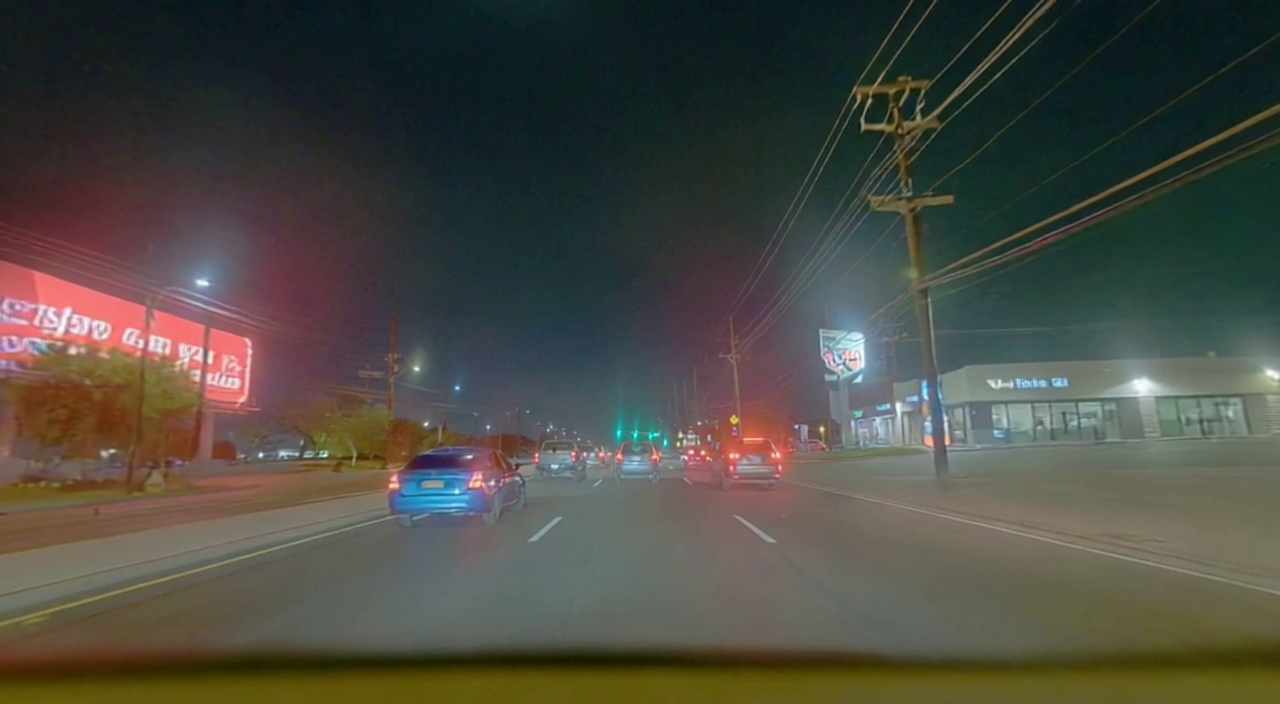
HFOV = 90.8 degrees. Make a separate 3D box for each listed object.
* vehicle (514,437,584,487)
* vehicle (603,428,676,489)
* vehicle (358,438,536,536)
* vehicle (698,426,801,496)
[{"bbox_3d":[-3.279,4.044,23.605,2.051,1.671,3.861,0,-8,0],"label":"vehicle"},{"bbox_3d":[-0.041,3.737,22.511,2.326,1.925,4.253,0,-8,0],"label":"vehicle"},{"bbox_3d":[-3.384,2.431,12.152,2.022,1.498,4.471,0,-8,0],"label":"vehicle"},{"bbox_3d":[3.279,3.384,20.064,2.282,1.897,4.915,0,-8,-1],"label":"vehicle"}]
